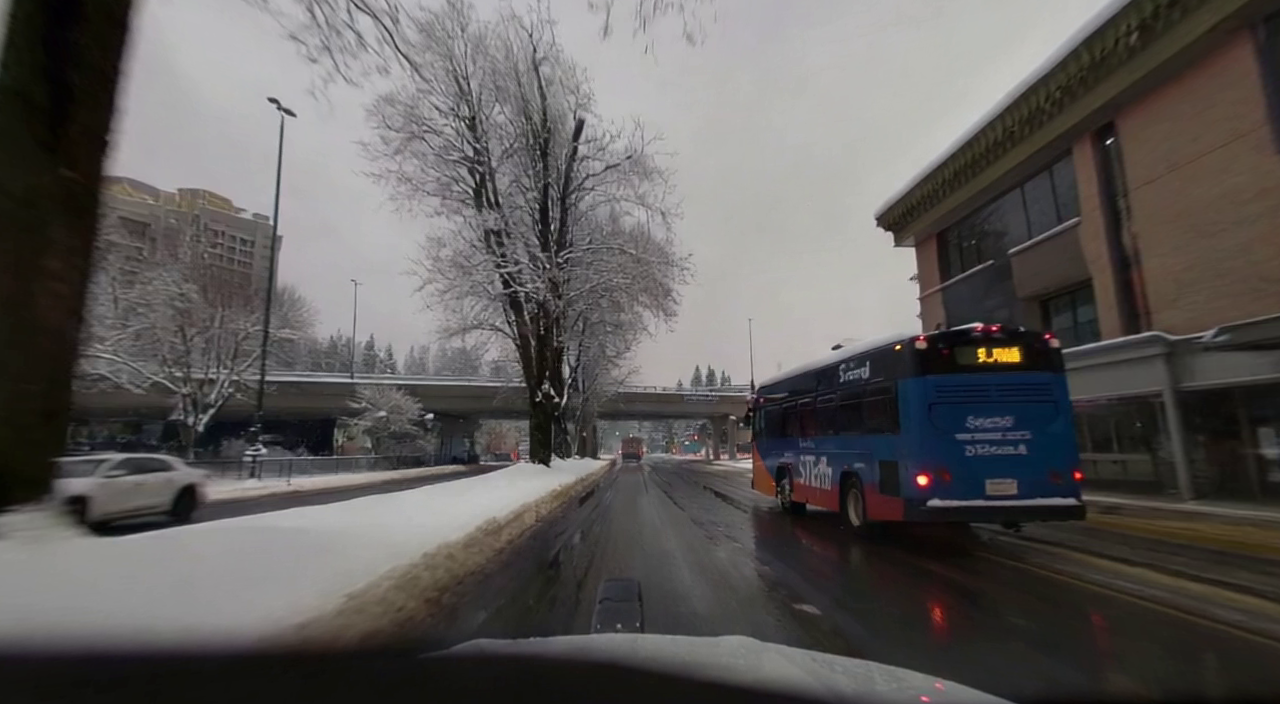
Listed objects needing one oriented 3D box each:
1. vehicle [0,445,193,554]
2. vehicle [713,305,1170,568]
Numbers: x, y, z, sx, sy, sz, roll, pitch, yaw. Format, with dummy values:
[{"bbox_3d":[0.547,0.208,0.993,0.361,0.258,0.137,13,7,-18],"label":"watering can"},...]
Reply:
[{"bbox_3d":[-10.651,2.589,11.784,1.869,1.655,4.024,0,-9,-5],"label":"vehicle"},{"bbox_3d":[4.428,2.017,14.557,3.043,3.162,13.806,0,-9,-4],"label":"vehicle"}]
